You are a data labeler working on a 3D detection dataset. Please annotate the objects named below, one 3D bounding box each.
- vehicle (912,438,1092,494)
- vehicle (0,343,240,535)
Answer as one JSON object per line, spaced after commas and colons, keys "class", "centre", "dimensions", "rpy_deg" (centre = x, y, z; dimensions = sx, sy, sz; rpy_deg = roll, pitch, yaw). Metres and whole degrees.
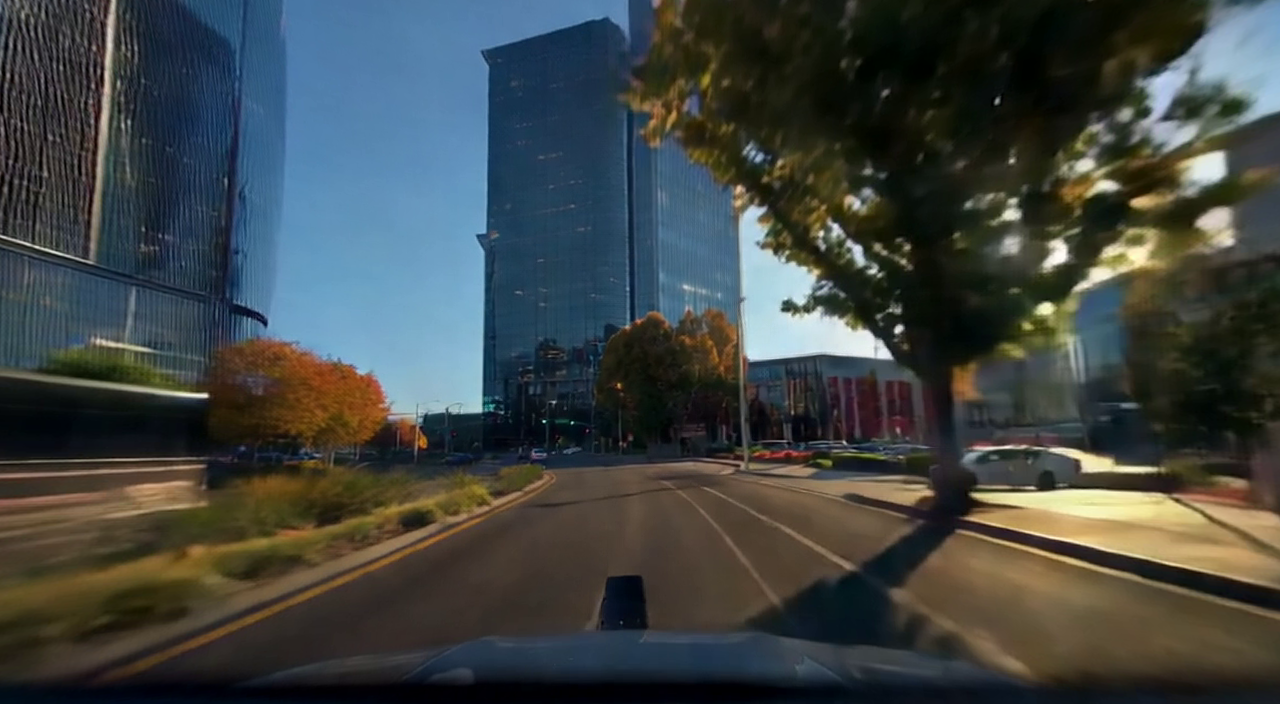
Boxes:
{"class": "vehicle", "centre": [11.917, 3.774, 21.052], "dimensions": [4.728, 1.696, 1.973], "rpy_deg": [0, -9, 6]}
{"class": "vehicle", "centre": [-13.663, 1.878, 13.499], "dimensions": [3.052, 3.601, 10.794], "rpy_deg": [0, -9, 0]}
